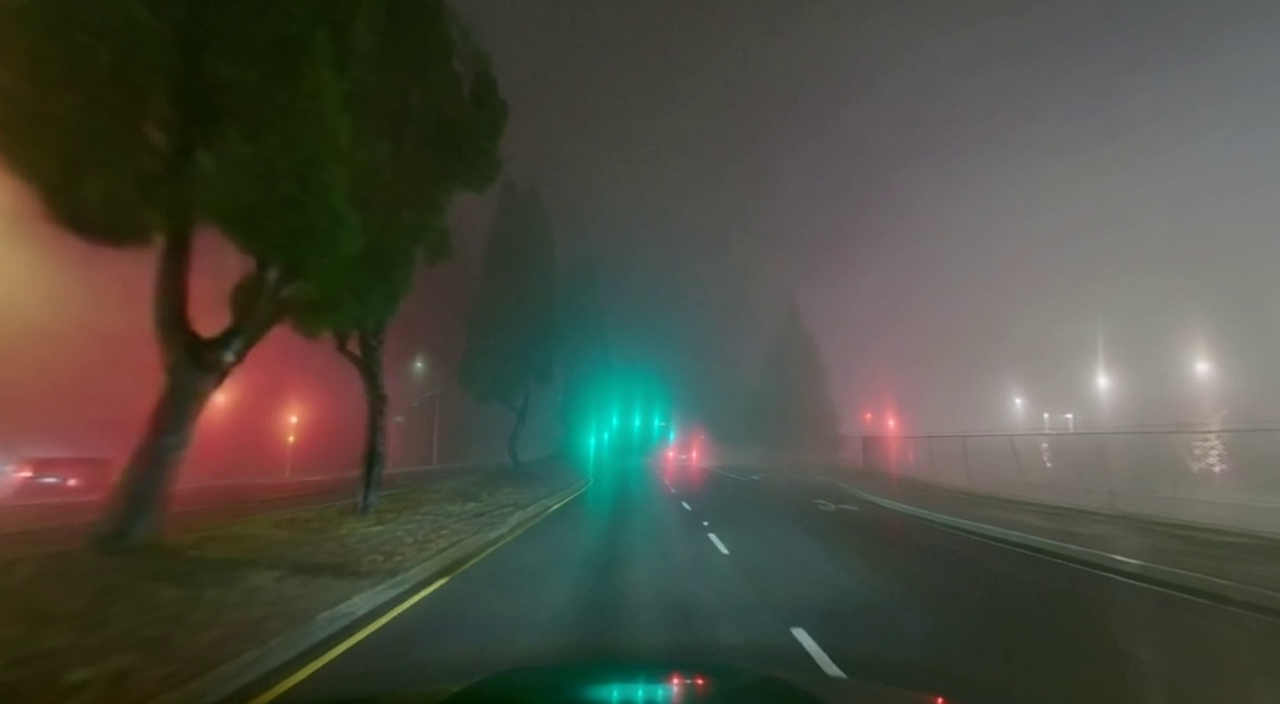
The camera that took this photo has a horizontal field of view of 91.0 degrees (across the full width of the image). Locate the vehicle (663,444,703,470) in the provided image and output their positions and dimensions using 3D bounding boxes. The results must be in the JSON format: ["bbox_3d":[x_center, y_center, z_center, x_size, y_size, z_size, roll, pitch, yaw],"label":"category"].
[{"bbox_3d":[2.561,6.392,38.385,2.105,1.490,4.008,0,-9,-1],"label":"vehicle"}]

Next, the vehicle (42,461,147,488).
[{"bbox_3d":[-32.279,7.233,37.348,4.384,1.463,1.969,0,-9,0],"label":"vehicle"}]

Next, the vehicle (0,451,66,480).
[{"bbox_3d":[-42.715,7.821,43.312,2.040,1.792,4.780,-4,-7,-1],"label":"vehicle"}]
